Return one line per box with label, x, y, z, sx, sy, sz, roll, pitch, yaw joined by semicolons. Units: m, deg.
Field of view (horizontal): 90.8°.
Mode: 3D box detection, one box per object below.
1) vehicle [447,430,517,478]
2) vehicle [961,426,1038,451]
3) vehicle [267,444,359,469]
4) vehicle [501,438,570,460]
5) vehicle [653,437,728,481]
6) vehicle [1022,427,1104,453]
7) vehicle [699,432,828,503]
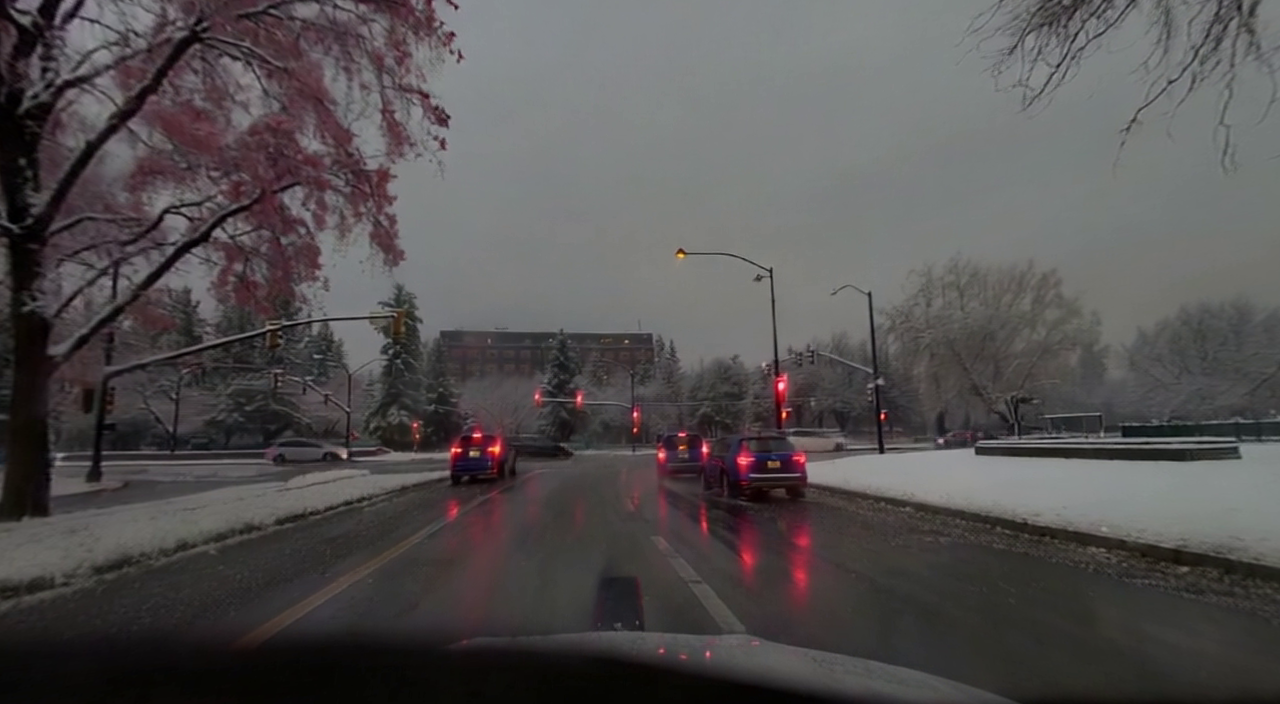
vehicle;-6.202;4.051;25.271;1.995;1.703;4.367;0;-9;-5
vehicle;26.491;6.377;46.628;4.567;1.810;1.880;1;-9;-6
vehicle;-20.050;6.391;38.908;4.526;1.452;1.920;1;-8;-5
vehicle;-7.171;6.697;43.573;4.549;1.439;1.794;0;-9;-5
vehicle;1.741;3.883;23.212;2.007;1.466;4.291;1;-9;-6
vehicle;27.352;5.712;40.904;4.089;1.588;1.808;0;-9;-5
vehicle;2.904;2.839;15.972;2.019;1.518;4.285;1;-9;-5
